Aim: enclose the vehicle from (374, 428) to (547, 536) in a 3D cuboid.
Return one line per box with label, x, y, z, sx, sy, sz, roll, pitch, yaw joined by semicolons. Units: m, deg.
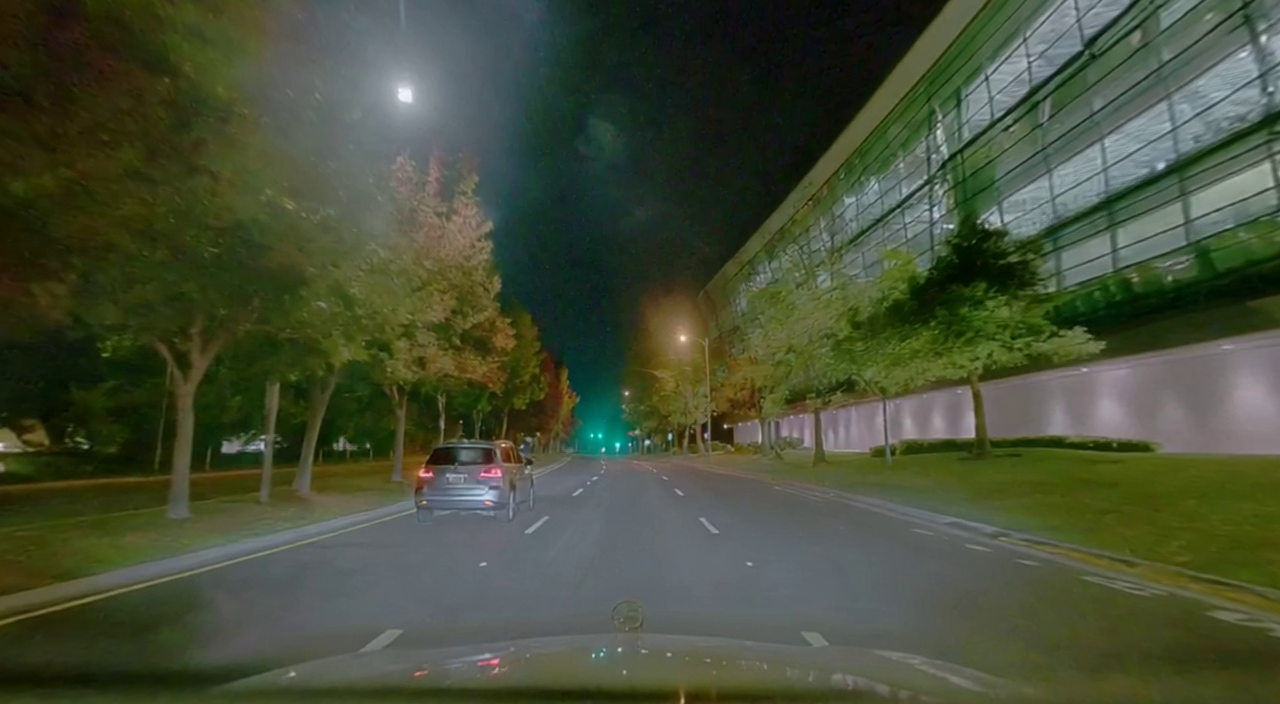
vehicle;-3.215;2.430;12.469;2.067;1.700;4.561;0;-9;0
